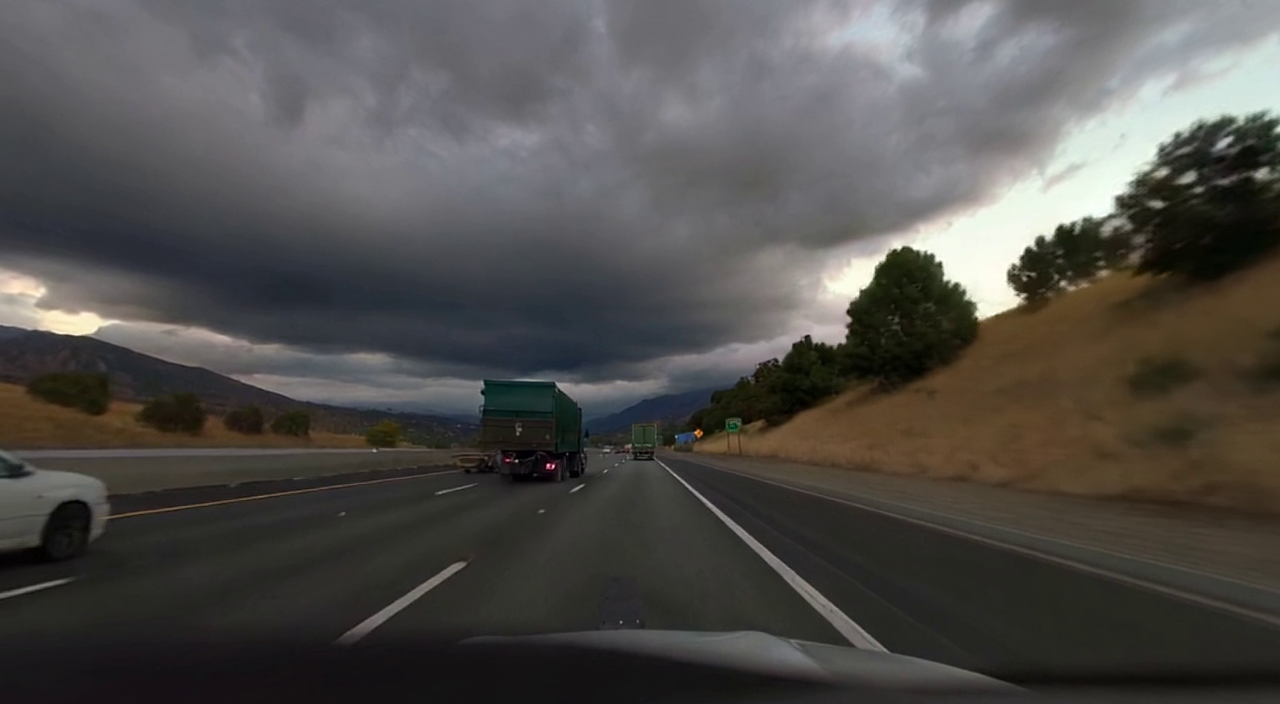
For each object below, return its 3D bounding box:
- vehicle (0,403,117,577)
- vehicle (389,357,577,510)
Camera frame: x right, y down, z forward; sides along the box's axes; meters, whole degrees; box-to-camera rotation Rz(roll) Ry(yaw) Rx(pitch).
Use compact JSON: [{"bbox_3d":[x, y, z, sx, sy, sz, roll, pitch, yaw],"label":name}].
[{"bbox_3d":[-7.462,1.207,5.222,2.125,1.725,4.715,0,-9,0],"label":"vehicle"},{"bbox_3d":[-3.909,2.556,19.015,2.789,3.271,10.894,0,-9,0],"label":"vehicle"}]
